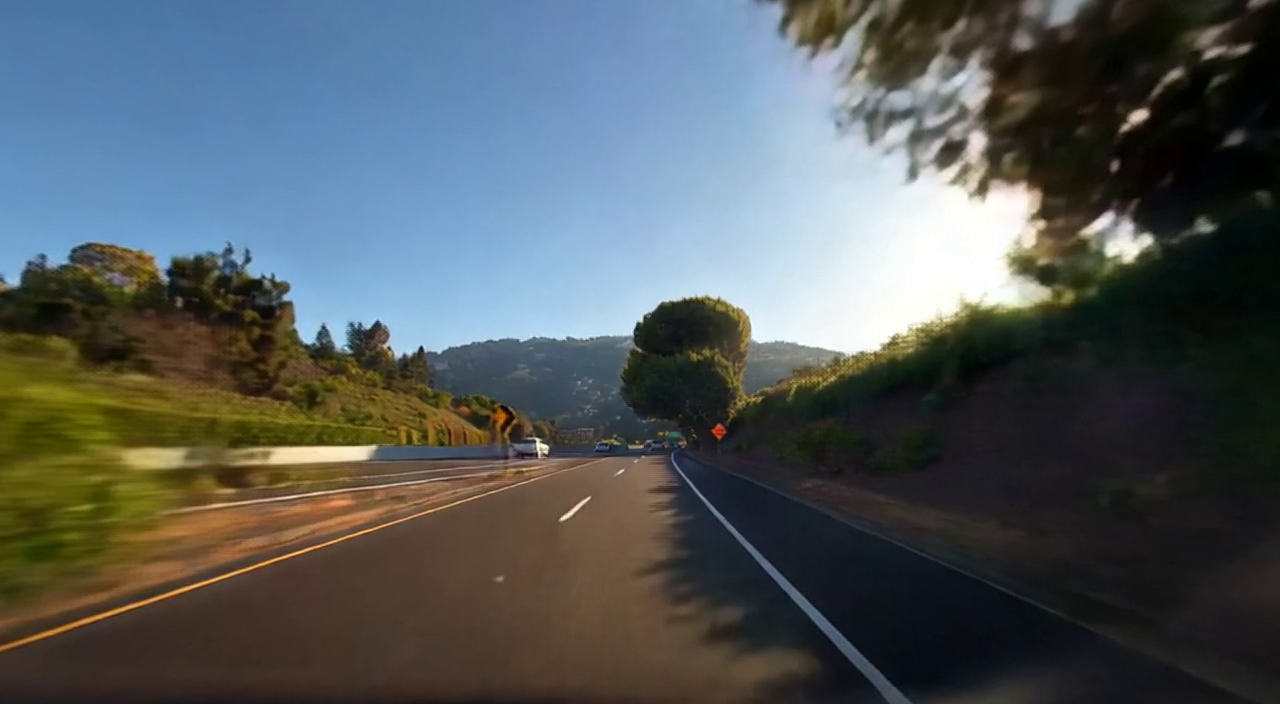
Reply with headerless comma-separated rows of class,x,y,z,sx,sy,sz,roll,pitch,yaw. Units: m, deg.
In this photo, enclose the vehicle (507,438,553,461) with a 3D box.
vehicle,-8.035,7.130,46.392,2.141,1.612,3.998,-1,-8,9
